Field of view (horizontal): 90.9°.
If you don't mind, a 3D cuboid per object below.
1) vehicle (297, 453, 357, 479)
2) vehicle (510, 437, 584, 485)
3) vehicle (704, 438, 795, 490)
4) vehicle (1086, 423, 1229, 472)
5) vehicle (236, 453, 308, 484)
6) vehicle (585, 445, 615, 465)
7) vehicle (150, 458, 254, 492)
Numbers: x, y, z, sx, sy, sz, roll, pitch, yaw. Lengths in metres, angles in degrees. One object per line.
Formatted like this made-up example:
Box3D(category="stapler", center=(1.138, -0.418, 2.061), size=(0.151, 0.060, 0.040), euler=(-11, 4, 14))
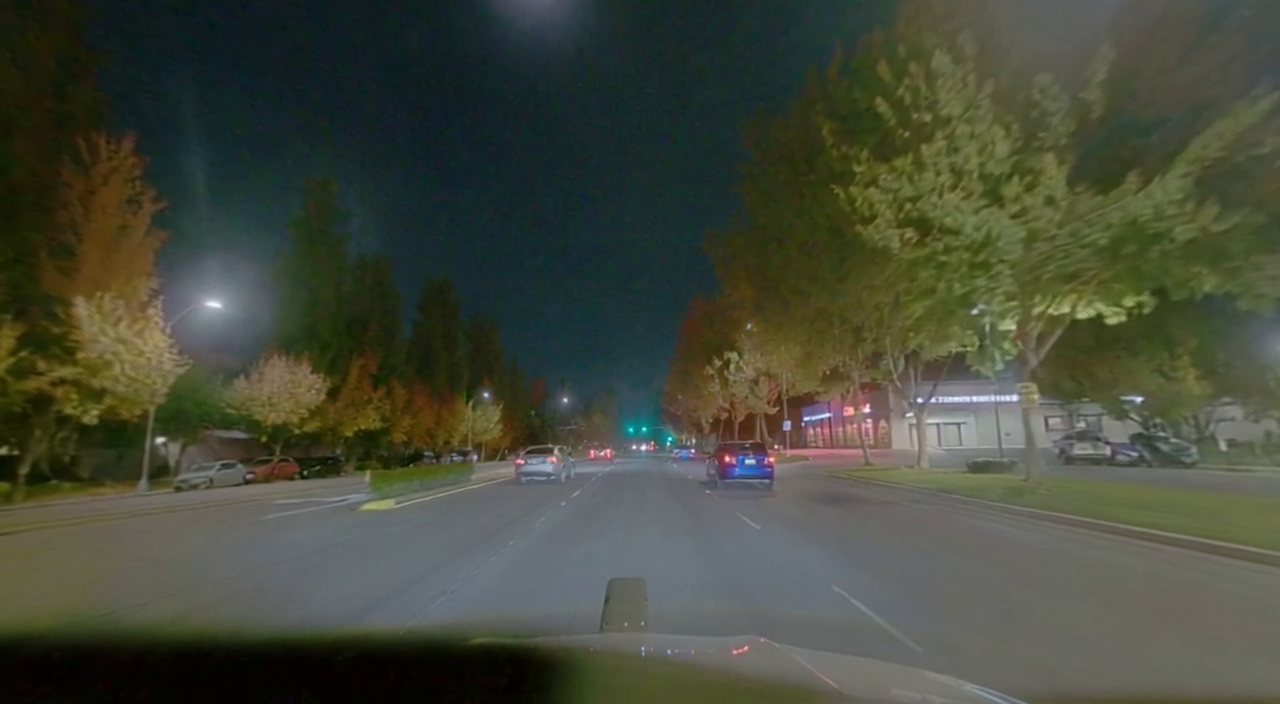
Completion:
Box3D(category="vehicle", center=(-22.397, 8.126, 45.313), size=(1.922, 1.682, 4.638), euler=(0, -8, 0))
Box3D(category="vehicle", center=(-3.410, 4.074, 23.905), size=(2.113, 1.626, 4.129), euler=(0, -8, 1))
Box3D(category="vehicle", center=(3.371, 3.553, 20.354), size=(2.083, 1.474, 4.360), euler=(0, -8, -1))
Box3D(category="vehicle", center=(28.505, 5.247, 34.790), size=(6.334, 2.182, 2.351), euler=(-2, -8, -11))
Box3D(category="vehicle", center=(-22.584, 7.144, 38.879), size=(1.853, 1.693, 4.233), euler=(0, -8, 1))
Box3D(category="vehicle", center=(-3.048, 7.919, 48.756), size=(2.060, 1.459, 4.311), euler=(0, -8, 0))
Box3D(category="vehicle", center=(-22.495, 6.306, 32.615), size=(2.059, 1.463, 4.780), euler=(0, -8, -2))
